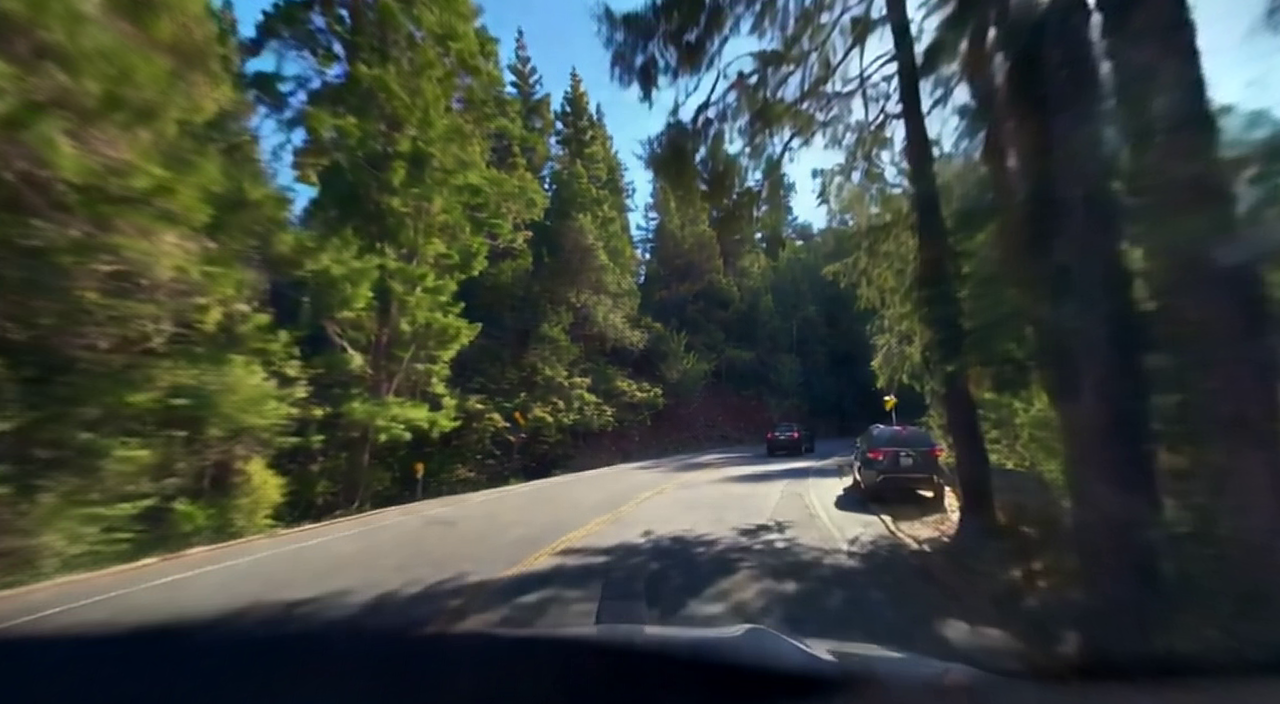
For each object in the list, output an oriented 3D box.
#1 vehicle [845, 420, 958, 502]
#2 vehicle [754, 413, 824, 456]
[{"bbox_3d":[6.512,2.747,16.272,2.172,1.773,4.601,-3,-9,17],"label":"vehicle"},{"bbox_3d":[7.597,4.183,31.748,2.469,1.953,5.605,-4,-9,23],"label":"vehicle"}]
